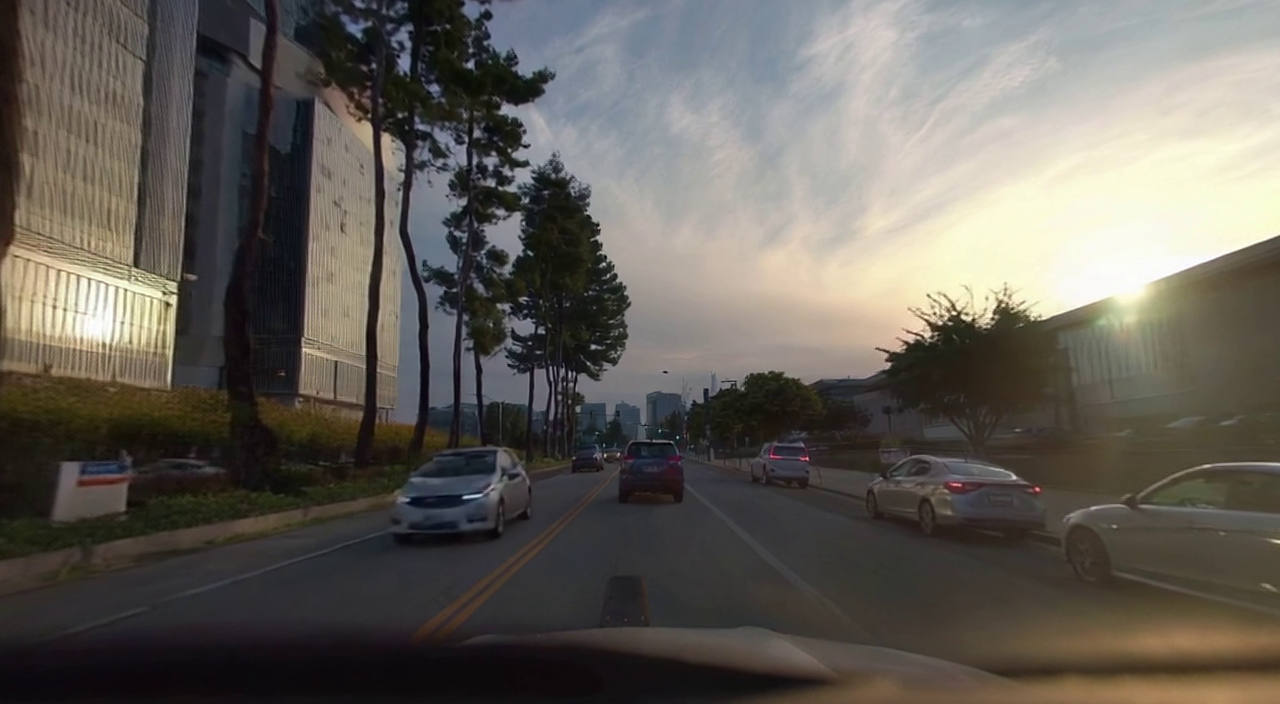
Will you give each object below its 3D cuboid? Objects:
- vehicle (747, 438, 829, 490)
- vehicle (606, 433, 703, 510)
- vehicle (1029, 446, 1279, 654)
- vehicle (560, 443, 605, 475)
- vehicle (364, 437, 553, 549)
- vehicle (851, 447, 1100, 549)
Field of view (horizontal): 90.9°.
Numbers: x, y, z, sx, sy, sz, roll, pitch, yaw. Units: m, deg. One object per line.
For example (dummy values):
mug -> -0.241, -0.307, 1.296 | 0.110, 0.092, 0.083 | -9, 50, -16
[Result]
vehicle -> 5.668, 4.336, 24.812 | 2.059, 1.813, 4.637 | 0, -8, -1
vehicle -> 0.346, 2.892, 15.697 | 2.105, 1.653, 3.887 | 0, -8, 1
vehicle -> 5.521, 1.509, 5.078 | 1.809, 1.478, 4.623 | 0, -8, 0
vehicle -> -3.281, 6.235, 37.023 | 2.167, 1.717, 4.448 | 0, -9, 1
vehicle -> -2.795, 2.259, 10.810 | 1.979, 1.534, 4.076 | 0, -8, 1
vehicle -> 5.683, 2.481, 11.596 | 1.852, 1.452, 4.852 | 0, -8, -1
